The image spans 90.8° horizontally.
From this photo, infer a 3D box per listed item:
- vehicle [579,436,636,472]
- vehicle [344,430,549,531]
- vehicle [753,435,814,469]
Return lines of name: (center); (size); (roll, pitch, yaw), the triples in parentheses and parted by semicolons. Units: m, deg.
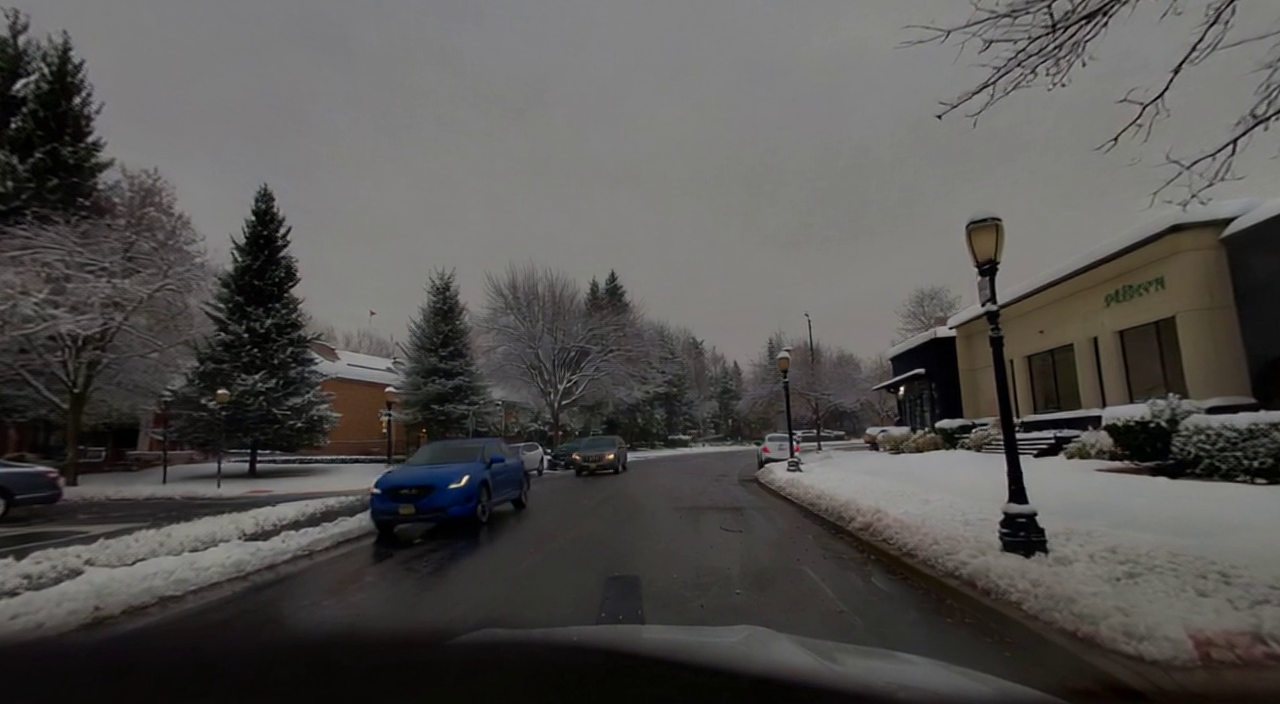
vehicle: (-1.544, 5.091, 31.746); (2.110, 1.651, 4.410); (-1, -9, 7)
vehicle: (-3.286, 2.298, 11.918); (2.056, 1.508, 4.596); (-1, -9, 5)
vehicle: (6.678, 4.696, 29.792); (1.918, 1.461, 4.419); (0, -8, 1)
